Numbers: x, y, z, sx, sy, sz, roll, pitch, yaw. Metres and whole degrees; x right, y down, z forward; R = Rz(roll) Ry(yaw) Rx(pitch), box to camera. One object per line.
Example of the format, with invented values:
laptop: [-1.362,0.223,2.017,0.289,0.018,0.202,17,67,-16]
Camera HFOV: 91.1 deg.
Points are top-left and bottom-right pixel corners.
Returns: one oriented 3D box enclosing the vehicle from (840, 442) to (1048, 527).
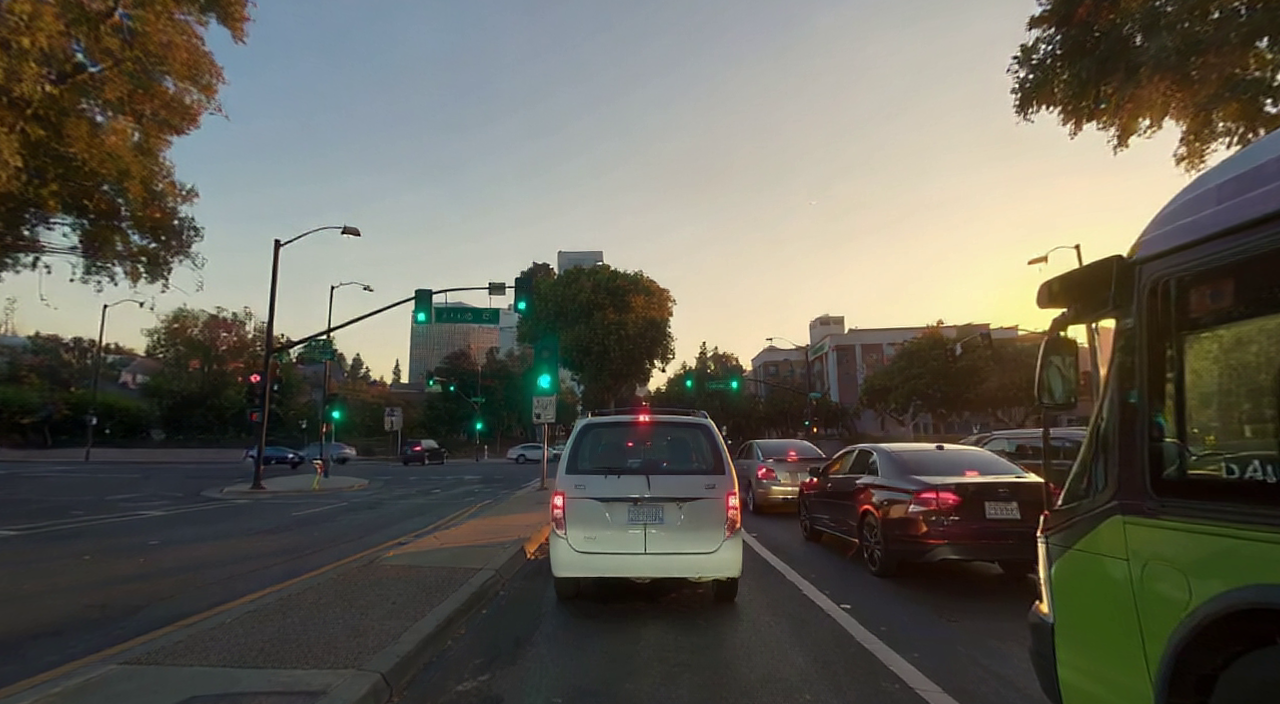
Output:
vehicle: [5.998,2.638,13.207,1.987,1.457,4.675,0,-8,-1]

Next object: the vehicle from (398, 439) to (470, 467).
vehicle: [-13.810,6.763,42.235,1.924,1.720,4.097,-8,-12,44]

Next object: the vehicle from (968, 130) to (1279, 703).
vehicle: [2.619,0.318,0.412,2.037,2.065,5.037,0,-8,0]

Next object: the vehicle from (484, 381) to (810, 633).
vehicle: [0.024,1.476,6.996,2.381,1.842,4.603,0,-8,-1]
